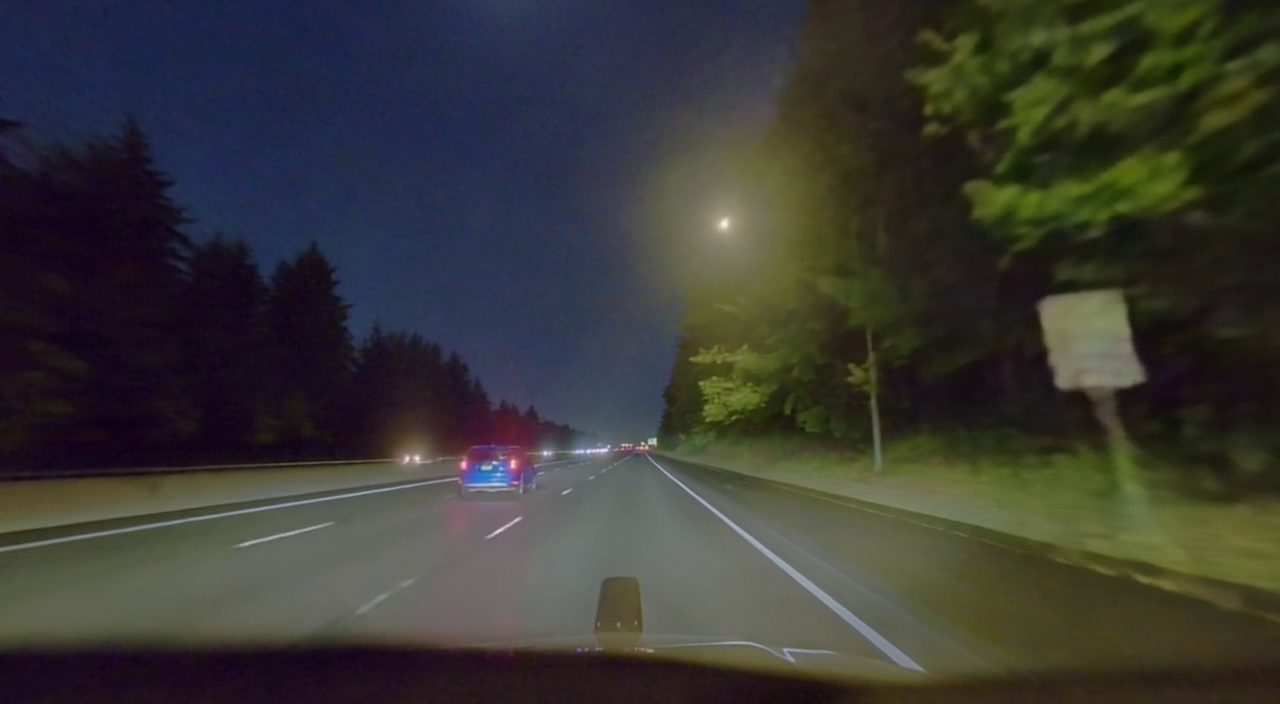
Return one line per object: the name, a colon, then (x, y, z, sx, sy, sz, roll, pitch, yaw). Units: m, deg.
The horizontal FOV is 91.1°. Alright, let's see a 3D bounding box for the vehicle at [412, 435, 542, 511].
vehicle: (-3.912, 2.979, 15.951, 2.104, 1.626, 4.283, -1, -9, 1)
